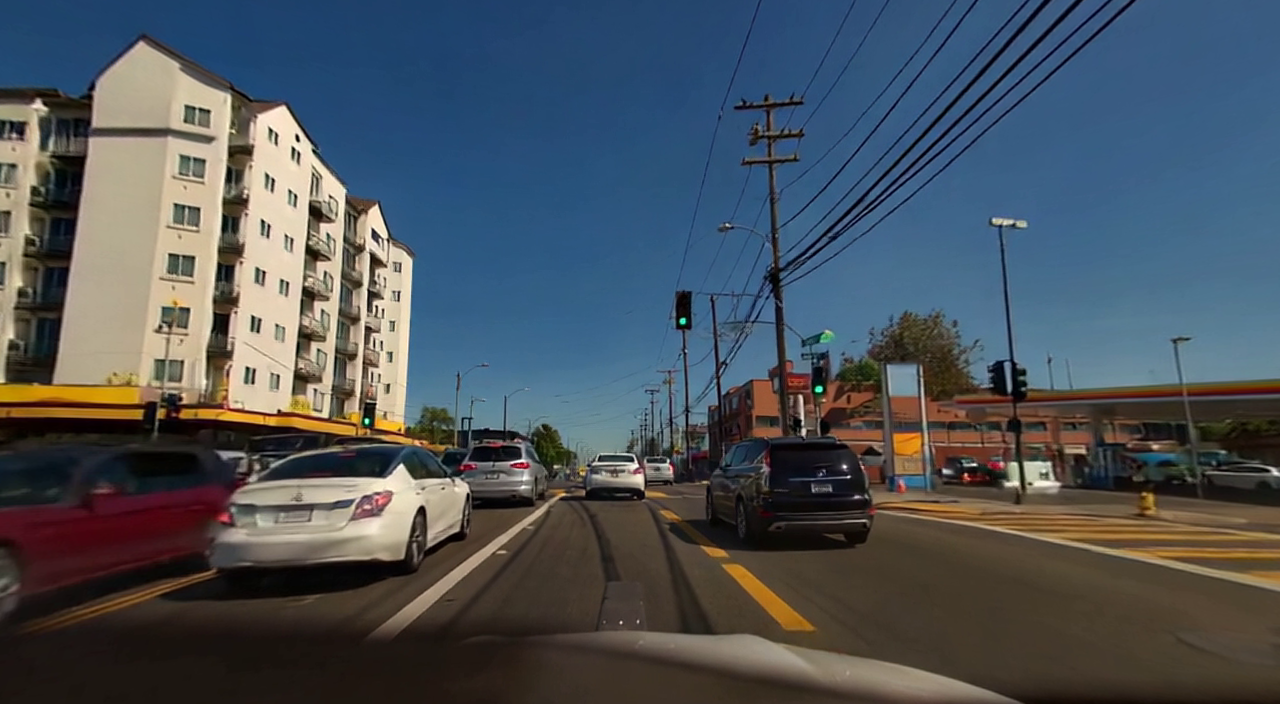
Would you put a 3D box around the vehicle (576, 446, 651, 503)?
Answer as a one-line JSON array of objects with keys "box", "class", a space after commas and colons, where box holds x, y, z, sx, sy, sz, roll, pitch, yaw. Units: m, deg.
[{"box": [-0.792, 3.565, 18.848, 1.999, 1.487, 3.939, 0, -8, -2], "class": "vehicle"}]

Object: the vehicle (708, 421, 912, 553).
[{"box": [2.389, 2.010, 10.155, 1.945, 1.647, 4.160, 0, -8, -3], "class": "vehicle"}]

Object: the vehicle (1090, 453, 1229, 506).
[{"box": [20.658, 5.039, 25.423, 1.878, 1.680, 4.244, -2, -7, -1], "class": "vehicle"}]

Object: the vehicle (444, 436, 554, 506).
[{"box": [-3.809, 3.278, 17.949, 2.221, 1.706, 4.451, 0, -8, -2], "class": "vehicle"}]

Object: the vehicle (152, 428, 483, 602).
[{"box": [-3.310, 1.715, 7.663, 1.932, 1.458, 4.330, 0, -8, -3], "class": "vehicle"}]

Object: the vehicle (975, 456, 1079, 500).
[{"box": [15.201, 4.924, 25.141, 1.959, 1.482, 4.664, -2, -8, 12], "class": "vehicle"}]

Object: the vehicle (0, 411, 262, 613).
[{"box": [-6.651, 1.649, 7.258, 2.069, 1.735, 4.240, 0, -8, -2], "class": "vehicle"}]

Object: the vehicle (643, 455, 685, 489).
[{"box": [1.279, 6.710, 35.506, 1.953, 1.687, 4.094, 0, -8, -4], "class": "vehicle"}]
